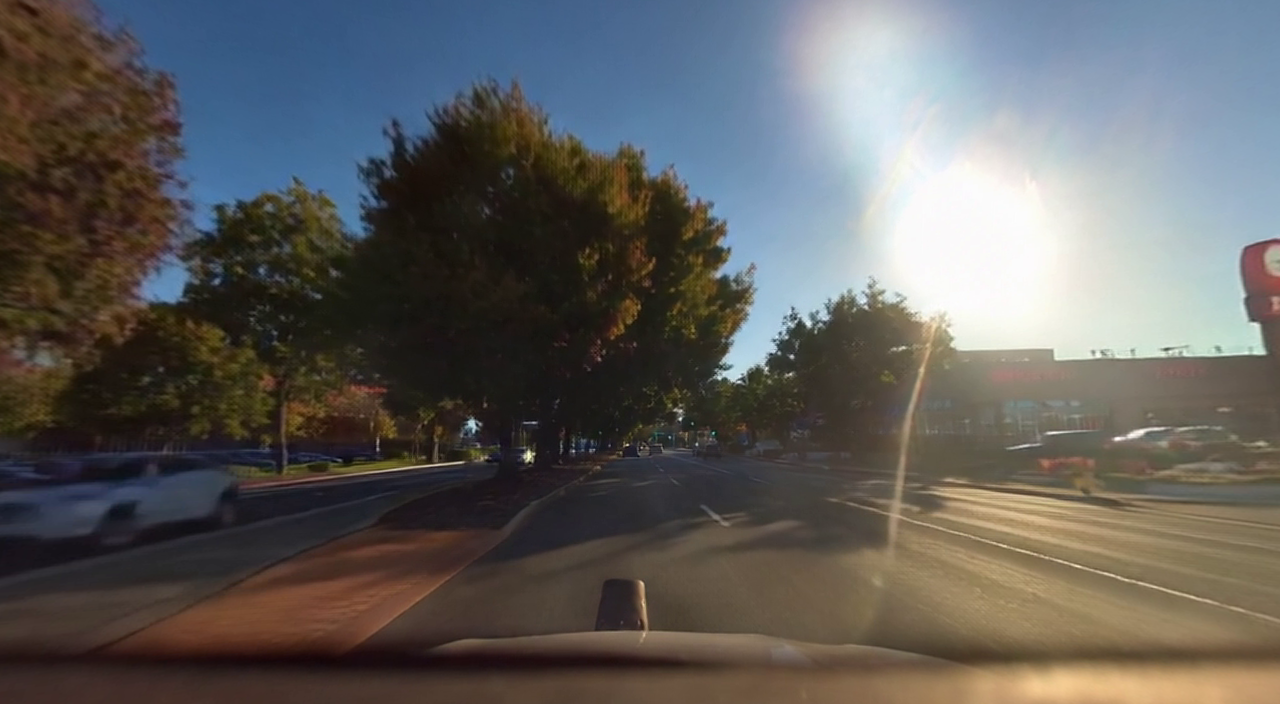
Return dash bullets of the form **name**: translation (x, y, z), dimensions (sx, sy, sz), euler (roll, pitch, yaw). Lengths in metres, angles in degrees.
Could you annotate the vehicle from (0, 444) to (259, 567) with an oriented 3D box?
- **vehicle**: translation (-8.588, 2.269, 10.232), dimensions (1.959, 1.505, 4.622), euler (0, -9, 0)
